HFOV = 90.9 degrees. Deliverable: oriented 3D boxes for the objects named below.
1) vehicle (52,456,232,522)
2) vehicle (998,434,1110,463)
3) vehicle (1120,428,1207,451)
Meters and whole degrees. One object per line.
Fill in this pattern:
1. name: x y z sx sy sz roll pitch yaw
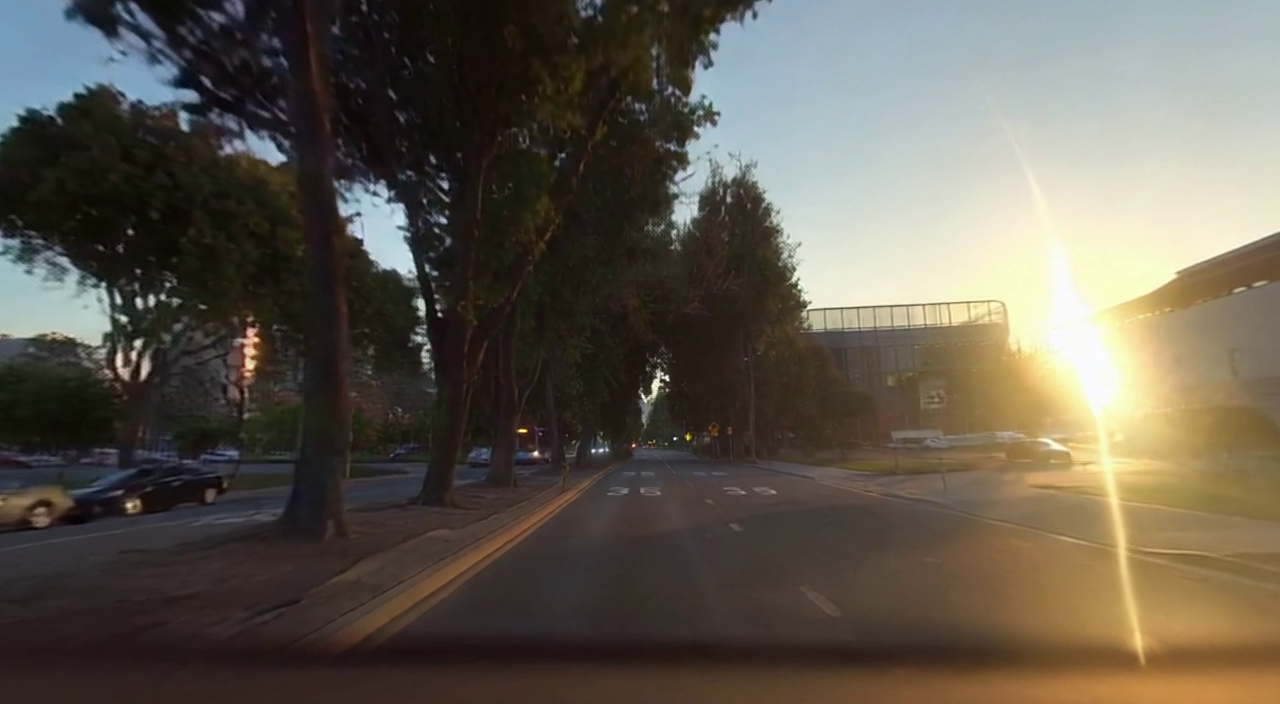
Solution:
1. vehicle: -14.078 3.847 18.175 1.816 1.567 3.957 -1 -8 3
2. vehicle: 21.342 5.002 32.633 4.404 1.440 1.900 0 -8 2
3. vehicle: 40.092 6.720 48.331 4.836 1.711 2.192 0 -8 -4
